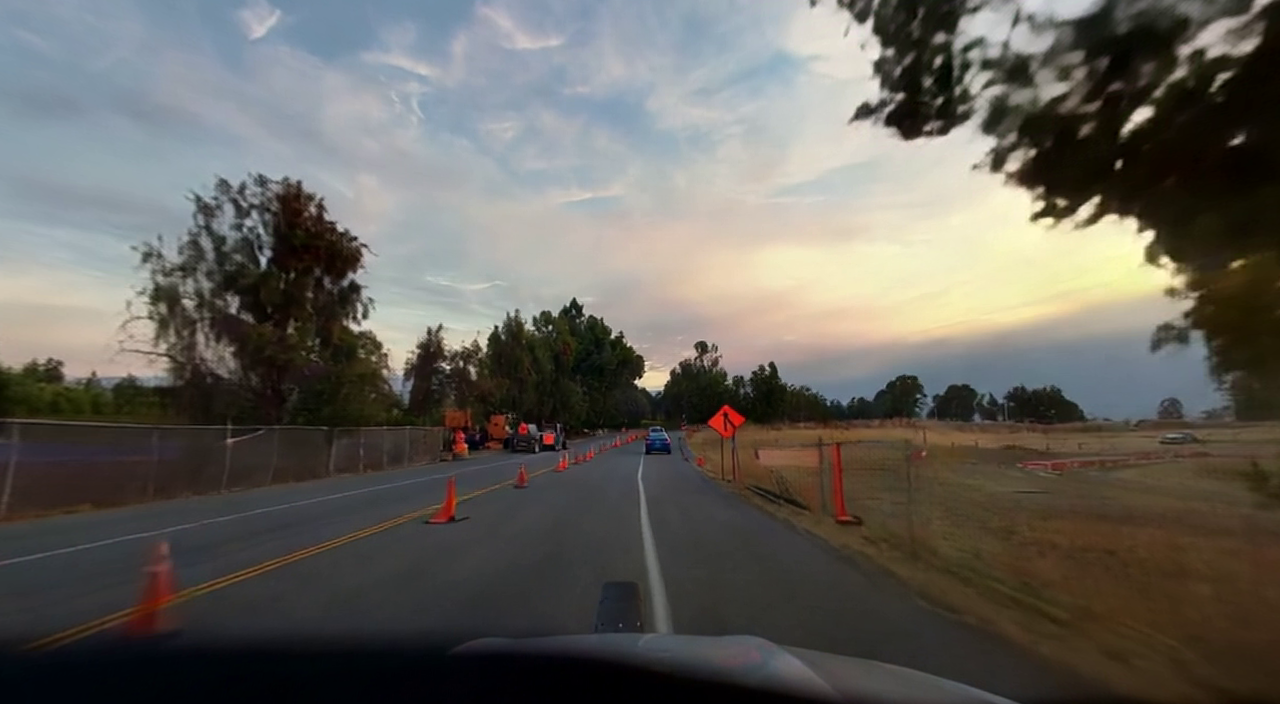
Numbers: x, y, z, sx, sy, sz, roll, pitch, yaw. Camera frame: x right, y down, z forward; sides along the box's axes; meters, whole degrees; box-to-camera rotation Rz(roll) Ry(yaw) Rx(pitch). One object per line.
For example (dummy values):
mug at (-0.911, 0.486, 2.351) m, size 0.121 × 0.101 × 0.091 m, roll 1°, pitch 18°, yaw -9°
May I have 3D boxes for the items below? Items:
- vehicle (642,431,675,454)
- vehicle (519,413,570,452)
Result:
vehicle at (1.272, 6.298, 43.777) m, size 2.172 × 1.486 × 3.581 m, roll 0°, pitch -9°, yaw 2°
vehicle at (-6.802, 5.821, 45.283) m, size 3.064 × 2.710 × 2.385 m, roll -1°, pitch -9°, yaw 4°
